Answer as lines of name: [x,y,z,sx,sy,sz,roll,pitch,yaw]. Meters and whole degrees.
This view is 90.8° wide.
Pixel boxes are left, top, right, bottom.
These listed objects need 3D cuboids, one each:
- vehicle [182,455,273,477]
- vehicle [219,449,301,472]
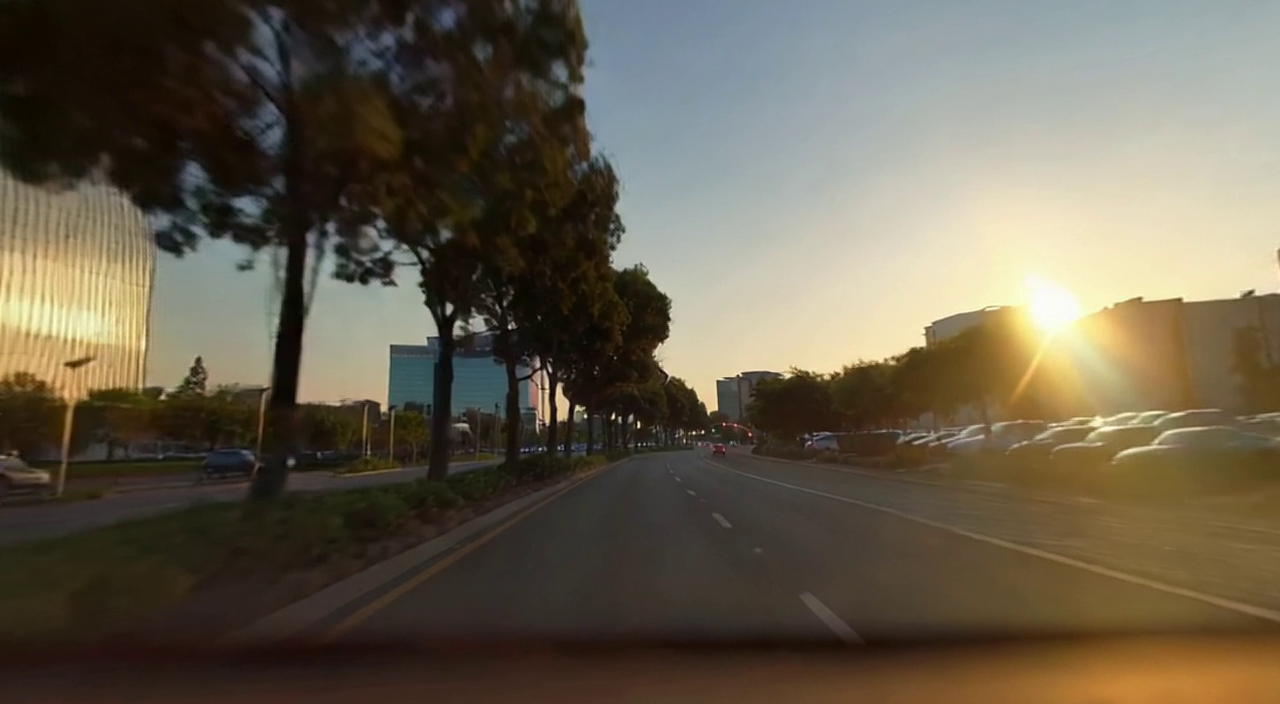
vehicle: [-28.168,7.788,43.294,4.783,1.398,1.951,3,-8,-20]
vehicle: [-28.211,8.097,47.136,4.954,1.628,2.012,4,-9,-24]
